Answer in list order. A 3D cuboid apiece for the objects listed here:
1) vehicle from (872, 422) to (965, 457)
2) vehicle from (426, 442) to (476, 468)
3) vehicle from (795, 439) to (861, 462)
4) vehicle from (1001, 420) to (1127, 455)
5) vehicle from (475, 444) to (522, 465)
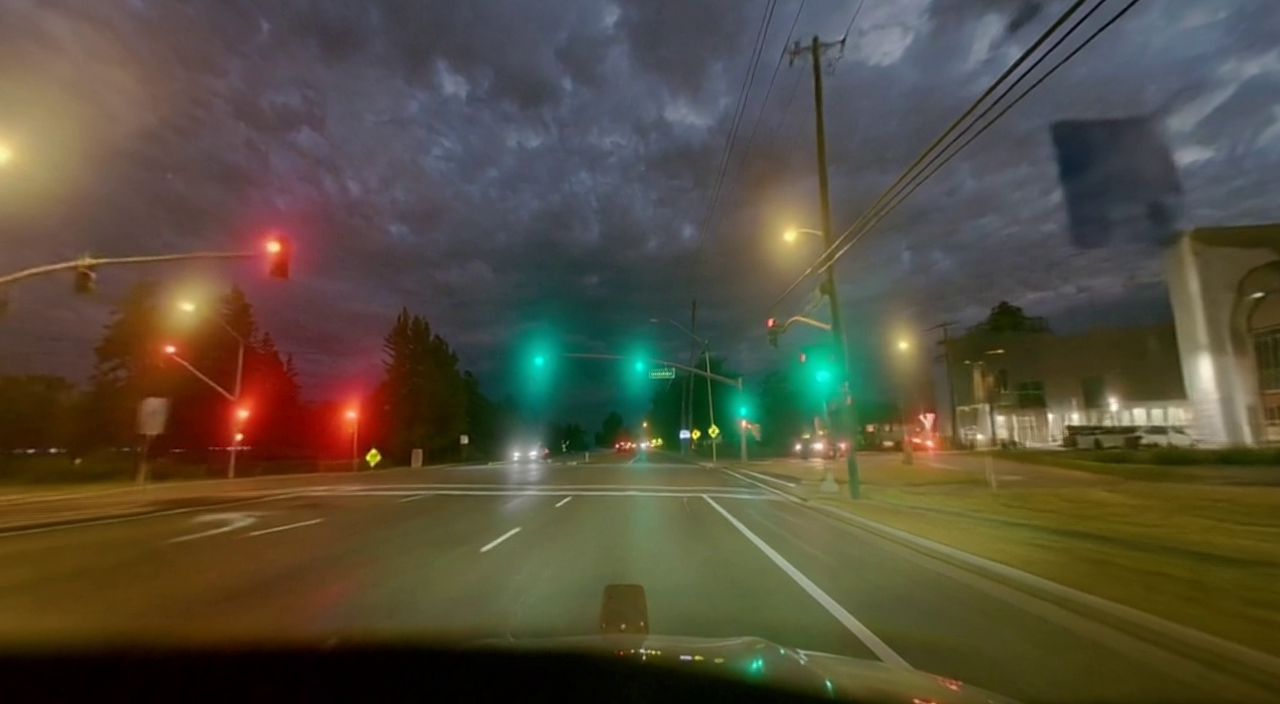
[{"bbox_3d":[20.135,6.487,45.970,2.609,2.332,5.734,5,-11,-25],"label":"vehicle"},{"bbox_3d":[-14.426,7.868,48.476,2.112,1.880,4.479,-1,-8,5],"label":"vehicle"},{"bbox_3d":[13.913,7.313,46.965,1.897,1.532,4.694,2,-8,-26],"label":"vehicle"},{"bbox_3d":[26.599,5.443,39.863,2.370,2.038,6.186,4,-9,-22],"label":"vehicle"},{"bbox_3d":[-10.980,8.001,49.320,2.090,1.519,4.919,-1,-8,6],"label":"vehicle"}]
